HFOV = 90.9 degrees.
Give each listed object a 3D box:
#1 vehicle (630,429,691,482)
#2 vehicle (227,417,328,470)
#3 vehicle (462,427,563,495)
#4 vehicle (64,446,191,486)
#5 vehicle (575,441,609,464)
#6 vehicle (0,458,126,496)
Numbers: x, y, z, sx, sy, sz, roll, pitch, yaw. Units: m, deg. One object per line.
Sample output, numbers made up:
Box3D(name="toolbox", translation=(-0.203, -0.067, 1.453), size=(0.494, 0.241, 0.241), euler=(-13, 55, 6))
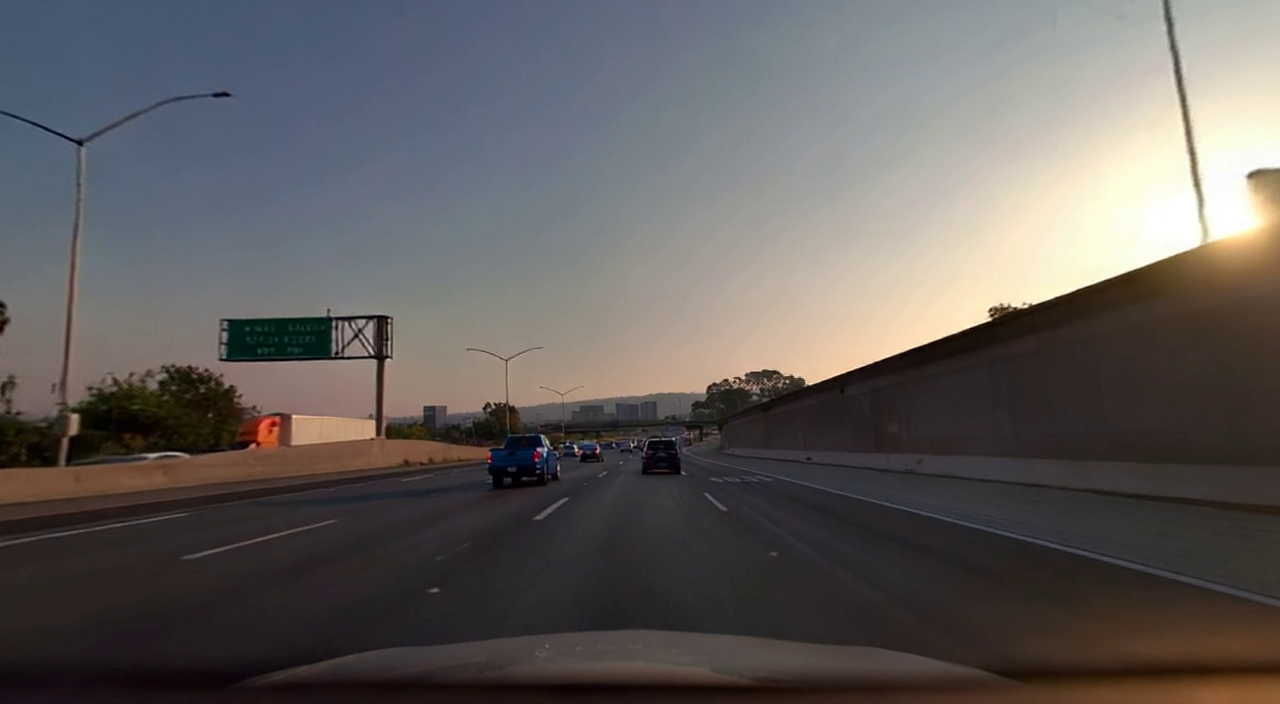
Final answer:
Box3D(name="vehicle", translation=(0.748, 3.930, 24.166), size=(2.083, 1.792, 4.782), euler=(0, -9, 1))
Box3D(name="vehicle", translation=(-28.180, 7.224, 49.632), size=(3.011, 3.821, 8.088), euler=(0, -8, 0))
Box3D(name="vehicle", translation=(-3.691, 3.273, 19.320), size=(1.954, 1.792, 5.187), euler=(0, -9, 1))
Box3D(name="vehicle", translation=(-21.320, 4.725, 26.490), size=(1.848, 1.483, 4.149), euler=(0, -9, 0))
Box3D(name="vehicle", translation=(-3.388, 7.180, 45.212), size=(1.961, 1.591, 4.756), euler=(0, -9, 1))
Box3D(name="vehicle", translation=(-24.538, 5.271, 26.896), size=(1.840, 1.373, 3.920), euler=(0, -9, 2))
